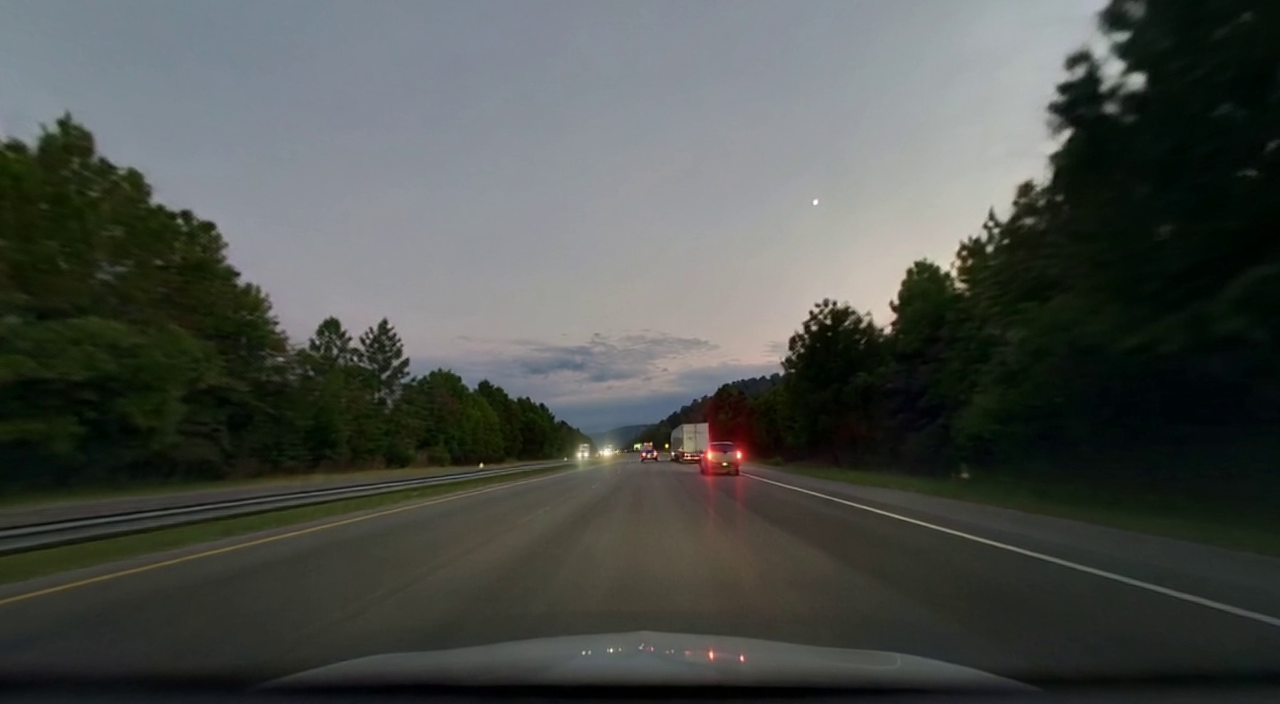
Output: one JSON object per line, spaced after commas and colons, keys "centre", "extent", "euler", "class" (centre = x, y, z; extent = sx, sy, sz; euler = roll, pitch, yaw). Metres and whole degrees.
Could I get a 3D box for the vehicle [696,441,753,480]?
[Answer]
{"centre": [3.814, 5.021, 29.301], "extent": [2.096, 1.653, 4.185], "euler": [0, -9, 0], "class": "vehicle"}
